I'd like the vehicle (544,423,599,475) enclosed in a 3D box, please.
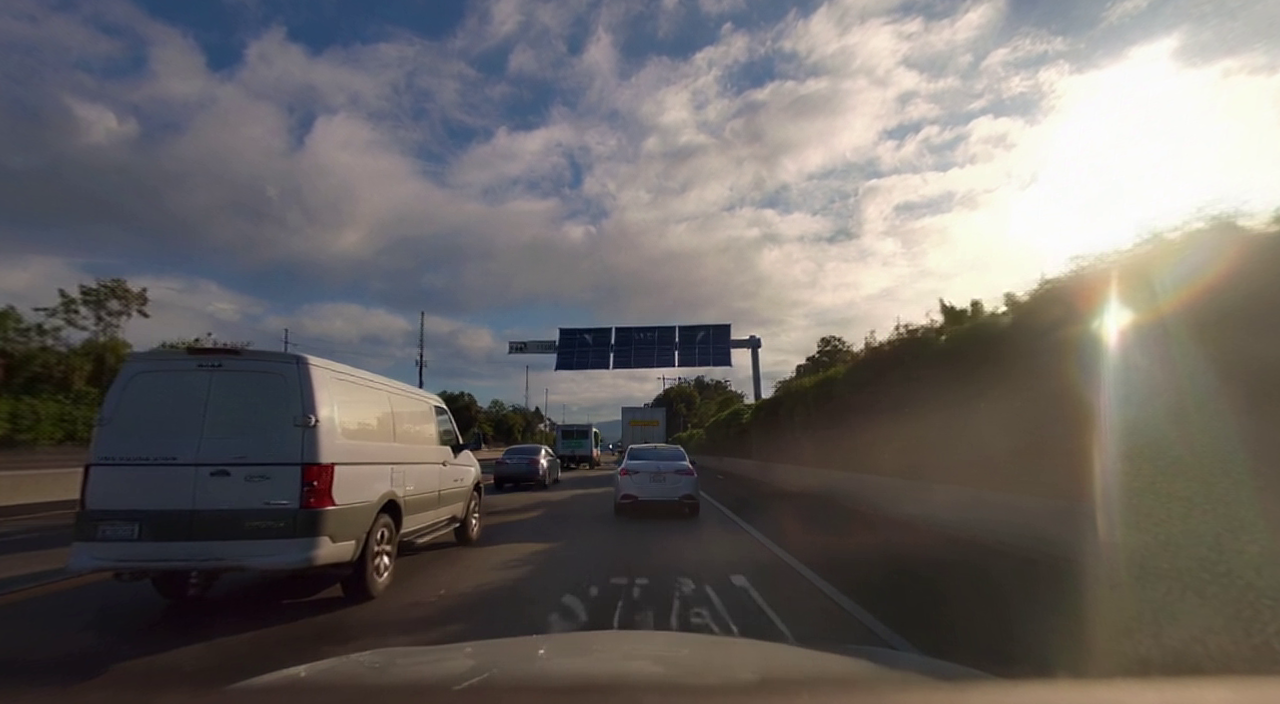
[{"bbox_3d":[-3.673,5.393,35.140,2.290,2.613,5.975,0,-9,1],"label":"vehicle"}]

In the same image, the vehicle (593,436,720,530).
[{"bbox_3d":[0.247,2.411,12.090,2.063,1.507,3.488,0,-9,-1],"label":"vehicle"}]

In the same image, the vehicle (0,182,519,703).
[{"bbox_3d":[-3.053,0.983,6.438,2.289,2.757,6.726,0,-9,0],"label":"vehicle"}]

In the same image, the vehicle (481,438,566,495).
[{"bbox_3d":[-3.643,3.658,20.473,1.963,1.627,3.849,0,-9,0],"label":"vehicle"}]
